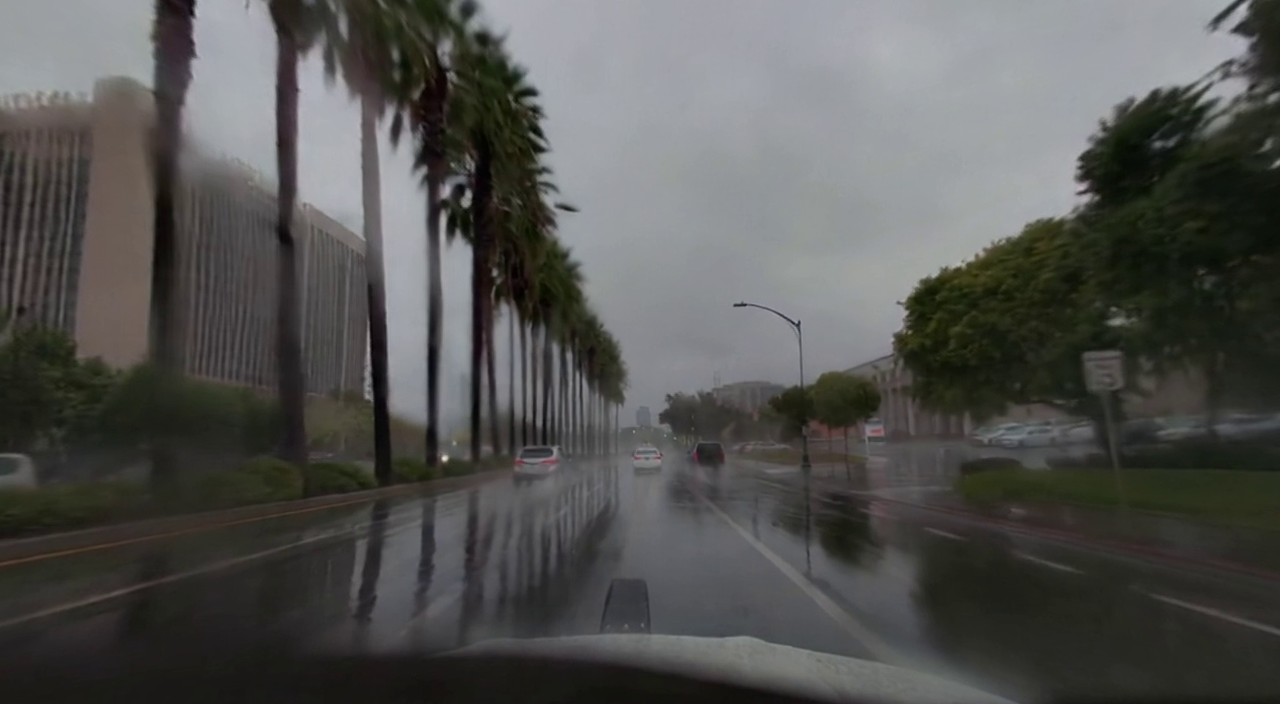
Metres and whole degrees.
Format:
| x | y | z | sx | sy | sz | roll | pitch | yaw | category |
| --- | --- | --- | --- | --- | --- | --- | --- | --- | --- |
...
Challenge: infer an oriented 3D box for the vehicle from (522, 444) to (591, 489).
| x | y | z | sx | sy | sz | roll | pitch | yaw | category |
| --- | --- | --- | --- | --- | --- | --- | --- | --- | --- |
| -3.015 | 4.237 | 23.678 | 1.908 | 1.505 | 4.369 | 0 | -9 | 1 | vehicle |

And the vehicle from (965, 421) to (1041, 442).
| x | y | z | sx | sy | sz | roll | pitch | yaw | category |
| --- | --- | --- | --- | --- | --- | --- | --- | --- | --- |
| 27.831 | 6.172 | 48.483 | 1.663 | 1.499 | 4.774 | 5 | -10 | -32 | vehicle |

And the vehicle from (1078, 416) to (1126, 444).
| x | y | z | sx | sy | sz | roll | pitch | yaw | category |
| --- | --- | --- | --- | --- | --- | --- | --- | --- | --- |
| 27.694 | 4.733 | 37.879 | 1.781 | 1.592 | 3.879 | -5 | -10 | 29 | vehicle |

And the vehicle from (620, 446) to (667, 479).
| x | y | z | sx | sy | sz | roll | pitch | yaw | category |
| --- | --- | --- | --- | --- | --- | --- | --- | --- | --- |
| 0.154 | 5.336 | 30.693 | 2.147 | 1.507 | 3.953 | 0 | -9 | 0 | vehicle |

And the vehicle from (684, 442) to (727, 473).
| x | y | z | sx | sy | sz | roll | pitch | yaw | category |
| --- | --- | --- | --- | --- | --- | --- | --- | --- | --- |
| 4.011 | 6.571 | 39.452 | 2.108 | 1.785 | 4.334 | 0 | -9 | -1 | vehicle |

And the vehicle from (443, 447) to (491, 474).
| x | y | z | sx | sy | sz | roll | pitch | yaw | category |
| --- | --- | --- | --- | --- | --- | --- | --- | --- | --- |
| -11.442 | 7.200 | 41.986 | 1.886 | 1.706 | 4.209 | 0 | -9 | 1 | vehicle |

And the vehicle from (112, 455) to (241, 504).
| x | y | z | sx | sy | sz | roll | pitch | yaw | category |
| --- | --- | --- | --- | --- | --- | --- | --- | --- | --- |
| -17.393 | 4.763 | 23.911 | 1.831 | 1.611 | 3.912 | 0 | -9 | 0 | vehicle |

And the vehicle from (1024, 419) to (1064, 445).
| x | y | z | sx | sy | sz | roll | pitch | yaw | category |
| --- | --- | --- | --- | --- | --- | --- | --- | --- | --- |
| 24.405 | 4.894 | 38.099 | 1.815 | 1.441 | 3.985 | -7 | -11 | 32 | vehicle |

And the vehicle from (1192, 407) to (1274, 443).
| x | y | z | sx | sy | sz | roll | pitch | yaw | category |
| --- | --- | --- | --- | --- | --- | --- | --- | --- | --- |
| 30.379 | 3.812 | 32.420 | 1.955 | 1.709 | 4.014 | -5 | -10 | 28 | vehicle |

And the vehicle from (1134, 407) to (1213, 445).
| x | y | z | sx | sy | sz | roll | pitch | yaw | category |
| --- | --- | --- | --- | --- | --- | --- | --- | --- | --- |
| 27.572 | 3.910 | 32.780 | 2.102 | 1.779 | 4.903 | -5 | -10 | 29 | vehicle |
